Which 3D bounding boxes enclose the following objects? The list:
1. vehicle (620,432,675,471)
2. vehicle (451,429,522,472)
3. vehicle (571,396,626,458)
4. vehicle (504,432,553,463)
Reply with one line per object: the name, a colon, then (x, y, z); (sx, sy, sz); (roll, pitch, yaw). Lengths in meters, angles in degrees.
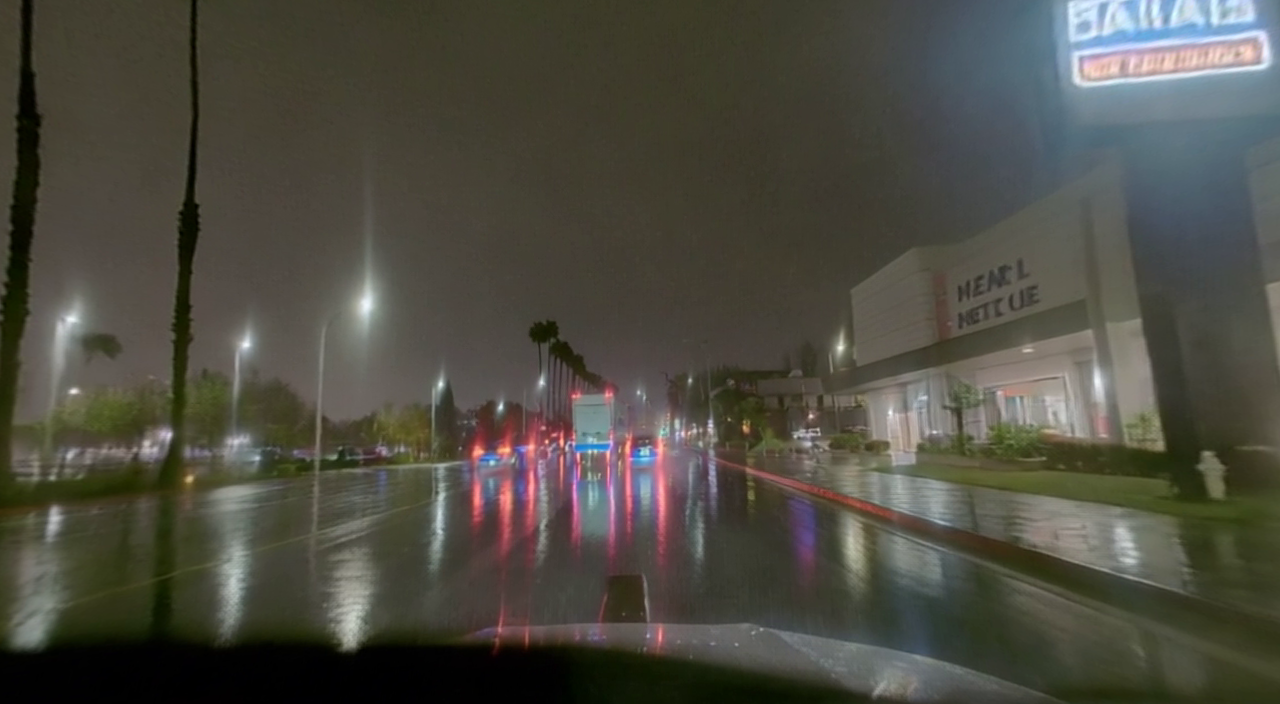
vehicle: (0.320, 4.157, 26.370); (2.144, 1.514, 4.063); (0, -9, 1)
vehicle: (-6.930, 4.508, 28.891); (2.014, 1.830, 4.281); (0, -9, 2)
vehicle: (-2.757, 5.659, 45.981); (2.992, 3.949, 11.815); (0, -9, 1)
vehicle: (-6.733, 5.856, 38.501); (2.143, 1.736, 4.648); (0, -9, 0)
